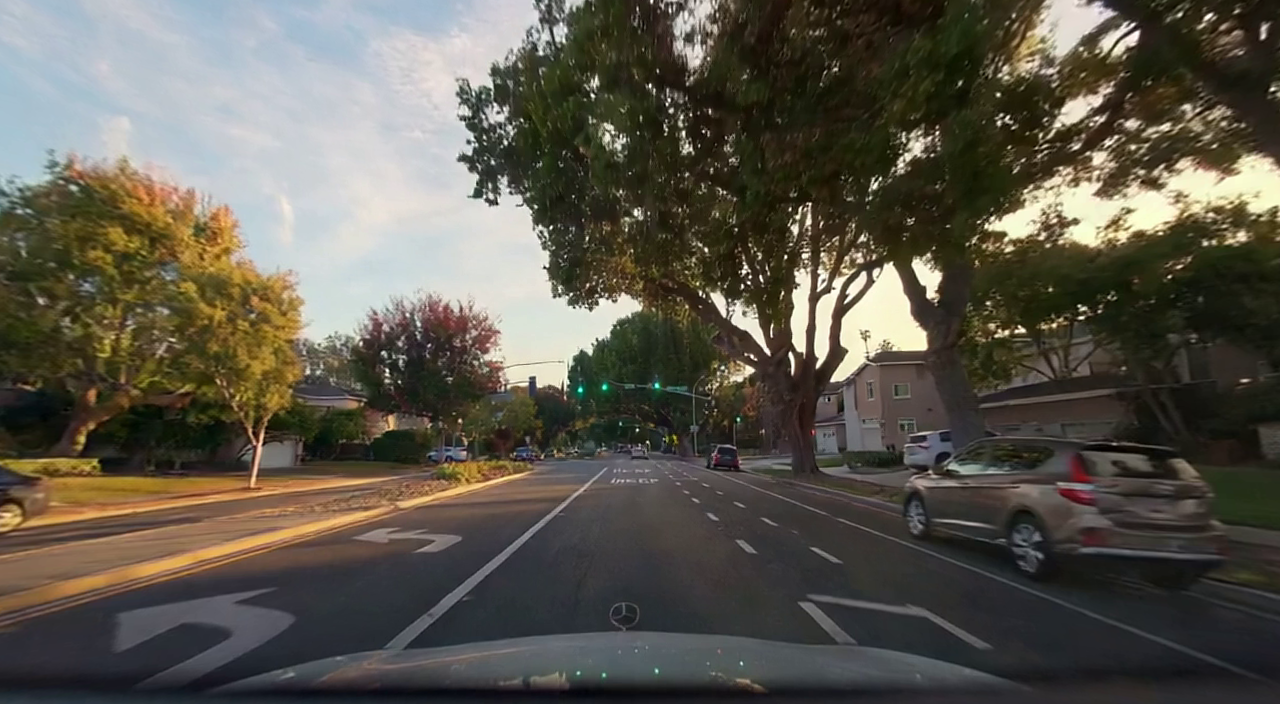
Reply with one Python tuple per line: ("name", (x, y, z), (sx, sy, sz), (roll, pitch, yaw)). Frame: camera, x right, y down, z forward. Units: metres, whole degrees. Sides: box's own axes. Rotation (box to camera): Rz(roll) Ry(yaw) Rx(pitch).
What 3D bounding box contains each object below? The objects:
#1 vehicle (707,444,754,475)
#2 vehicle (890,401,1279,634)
("vehicle", (5.085, 6.117, 36.101), (1.979, 1.637, 4.321), (0, -9, -1))
("vehicle", (4.882, 1.709, 7.389), (2.182, 1.755, 4.351), (5, -8, 2))
